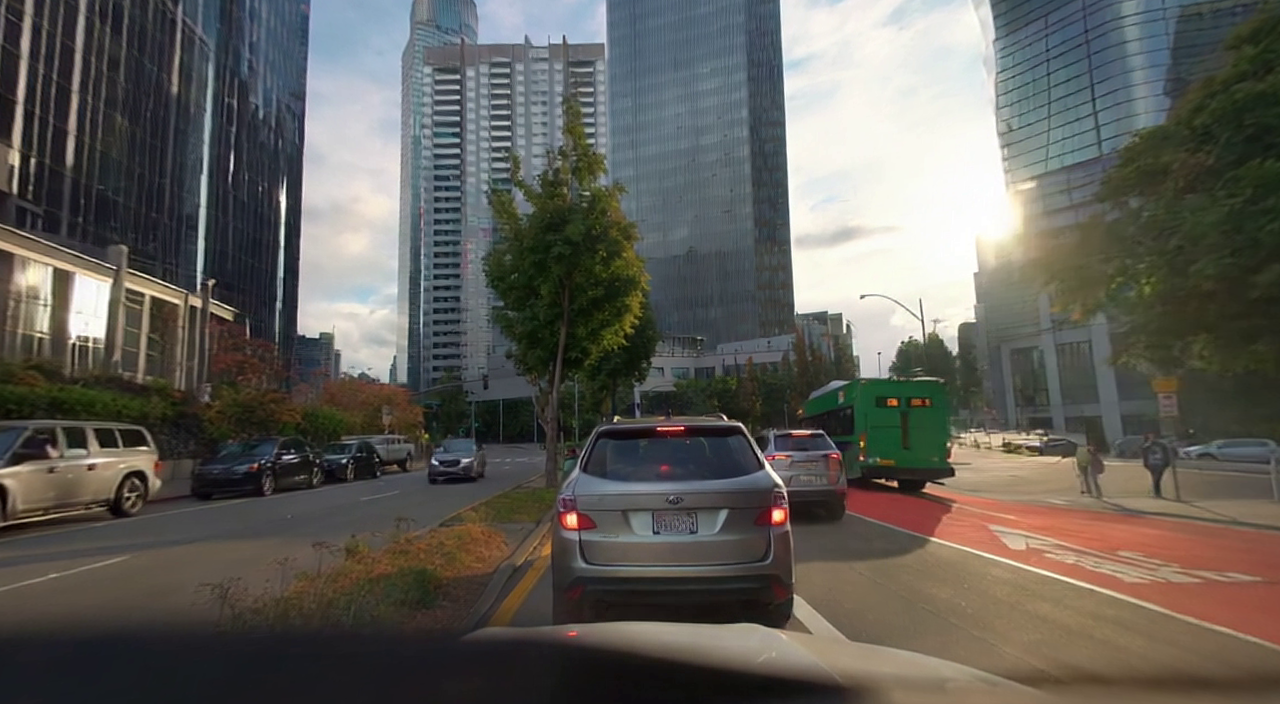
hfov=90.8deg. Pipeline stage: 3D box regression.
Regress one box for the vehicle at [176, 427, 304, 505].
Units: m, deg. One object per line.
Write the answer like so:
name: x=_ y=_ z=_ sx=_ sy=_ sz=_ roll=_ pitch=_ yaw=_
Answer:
vehicle: x=-11.196 y=3.183 z=17.998 sx=1.559 sy=1.973 sz=3.419 roll=1 pitch=-9 yaw=-5

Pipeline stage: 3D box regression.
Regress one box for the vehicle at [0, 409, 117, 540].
vehicle: x=-10.478 y=1.925 z=10.004 sx=1.543 sy=1.946 sz=3.454 roll=1 pitch=-9 yaw=-6

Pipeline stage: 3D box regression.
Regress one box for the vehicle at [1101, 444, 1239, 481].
vehicle: x=30.837 y=6.449 z=37.101 sx=5.890 sy=1.996 sz=2.155 roll=-6 pitch=-10 yaw=34

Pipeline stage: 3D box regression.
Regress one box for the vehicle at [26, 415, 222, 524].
vehicle: x=-10.843 y=2.460 z=13.615 sx=1.482 sy=2.019 sz=3.297 roll=0 pitch=-9 yaw=-4

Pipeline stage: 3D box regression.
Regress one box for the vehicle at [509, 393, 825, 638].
vehicle: x=0.214 y=1.448 z=6.555 sx=2.192 sy=1.695 sz=4.142 roll=0 pitch=-8 yaw=1

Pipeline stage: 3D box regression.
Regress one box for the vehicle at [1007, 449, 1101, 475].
vehicle: x=28.083 y=7.434 z=42.956 sx=5.153 sy=1.626 sz=1.895 roll=-6 pitch=-10 yaw=34

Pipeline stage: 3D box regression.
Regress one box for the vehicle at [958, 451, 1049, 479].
vehicle: x=23.897 y=7.408 z=41.567 sx=4.956 sy=1.706 sz=1.822 roll=-6 pitch=-10 yaw=33

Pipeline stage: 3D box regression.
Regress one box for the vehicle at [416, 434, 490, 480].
vehicle: x=-7.934 y=4.503 z=27.369 sx=2.198 sy=1.779 sz=4.926 roll=1 pitch=-8 yaw=-6

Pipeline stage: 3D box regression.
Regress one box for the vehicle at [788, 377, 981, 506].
vehicle: x=6.876 y=2.735 z=19.351 sx=3.113 sy=3.116 sz=7.650 roll=0 pitch=-8 yaw=3

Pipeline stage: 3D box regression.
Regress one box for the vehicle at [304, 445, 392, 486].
vehicle: x=-11.566 y=4.492 z=25.390 sx=1.791 sy=1.463 sz=4.210 roll=0 pitch=-9 yaw=-4
